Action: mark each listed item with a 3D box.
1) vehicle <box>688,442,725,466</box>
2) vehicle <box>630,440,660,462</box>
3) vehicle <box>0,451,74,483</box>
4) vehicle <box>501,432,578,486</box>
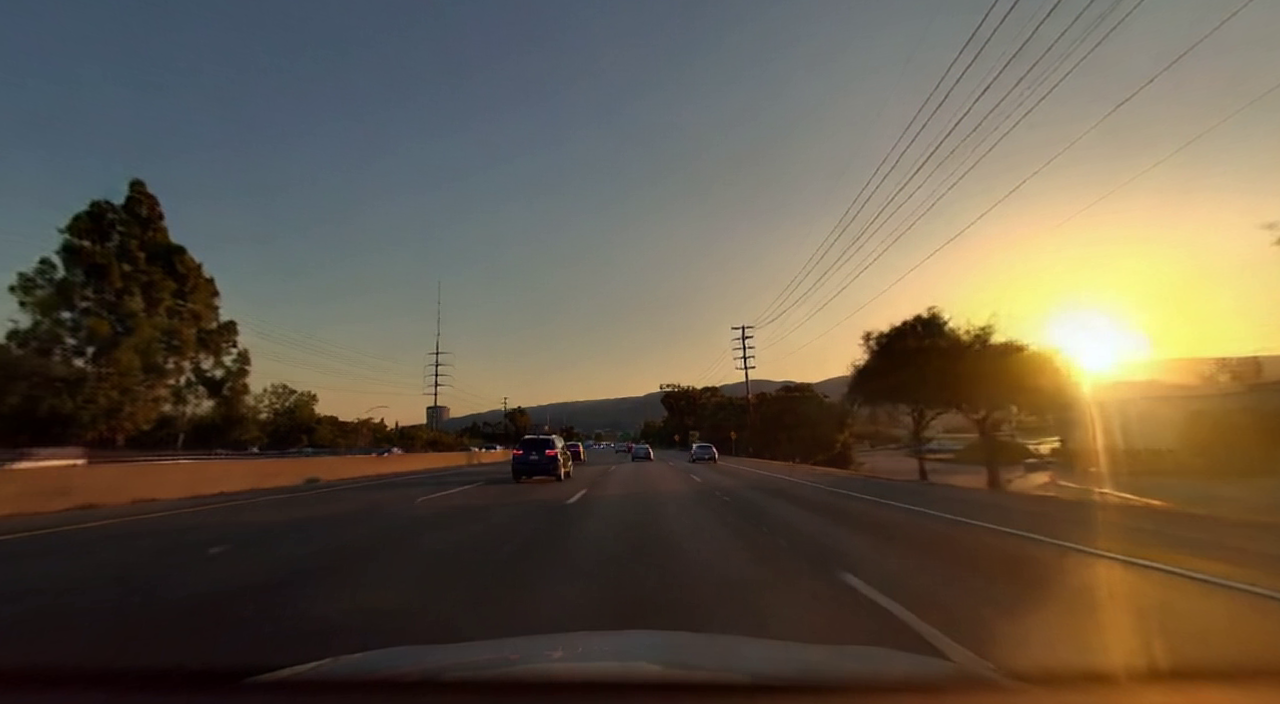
[{"bbox_3d":[4.316,6.683,41.553,1.964,1.479,4.252,0,-8,-1],"label":"vehicle"},{"bbox_3d":[0.384,7.622,48.595,2.156,1.647,3.987,0,-8,1],"label":"vehicle"},{"bbox_3d":[-32.844,6.008,33.207,1.834,1.535,4.572,0,-8,0],"label":"vehicle"},{"bbox_3d":[-3.388,3.702,22.090,1.961,1.704,4.052,0,-8,1],"label":"vehicle"}]
